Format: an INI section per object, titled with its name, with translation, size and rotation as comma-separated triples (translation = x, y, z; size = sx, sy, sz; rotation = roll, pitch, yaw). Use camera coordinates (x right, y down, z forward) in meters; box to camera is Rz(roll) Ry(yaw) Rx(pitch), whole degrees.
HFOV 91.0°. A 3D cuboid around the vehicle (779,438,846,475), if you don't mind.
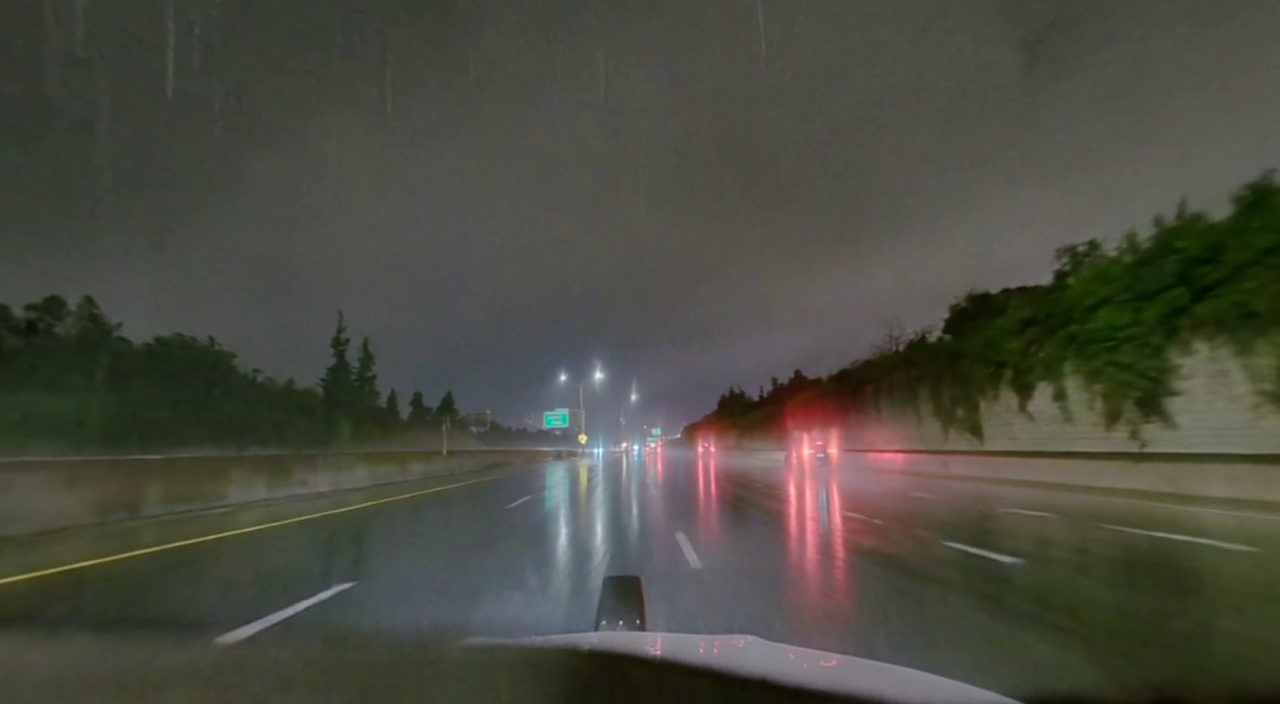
[vehicle]
translation = 8.971, 5.497, 33.185
size = 2.167, 1.781, 4.340
rotation = 0, -9, -1
